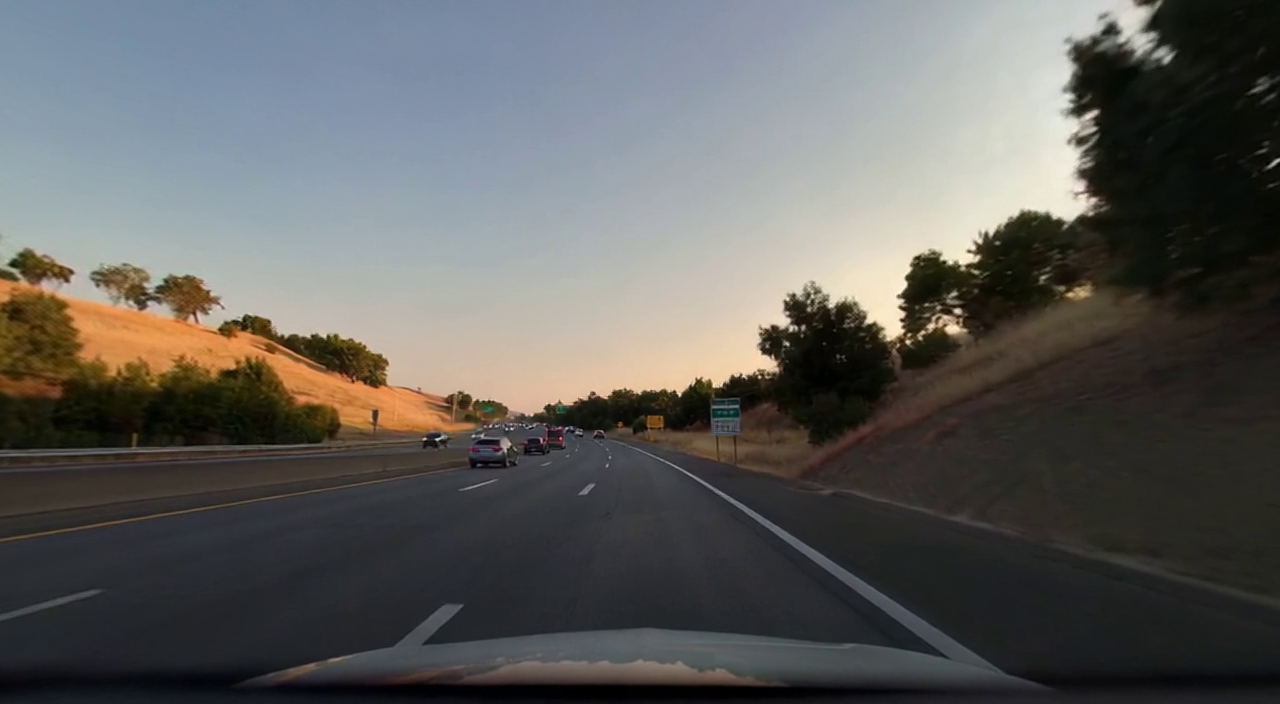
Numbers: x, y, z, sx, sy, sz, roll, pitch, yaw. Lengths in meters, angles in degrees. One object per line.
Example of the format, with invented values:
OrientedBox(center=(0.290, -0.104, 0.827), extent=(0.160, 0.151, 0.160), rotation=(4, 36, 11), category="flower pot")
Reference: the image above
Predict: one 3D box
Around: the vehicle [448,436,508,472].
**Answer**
OrientedBox(center=(-7.764, 4.917, 30.610), extent=(1.931, 1.608, 3.977), rotation=(0, -8, -1), category="vehicle")
